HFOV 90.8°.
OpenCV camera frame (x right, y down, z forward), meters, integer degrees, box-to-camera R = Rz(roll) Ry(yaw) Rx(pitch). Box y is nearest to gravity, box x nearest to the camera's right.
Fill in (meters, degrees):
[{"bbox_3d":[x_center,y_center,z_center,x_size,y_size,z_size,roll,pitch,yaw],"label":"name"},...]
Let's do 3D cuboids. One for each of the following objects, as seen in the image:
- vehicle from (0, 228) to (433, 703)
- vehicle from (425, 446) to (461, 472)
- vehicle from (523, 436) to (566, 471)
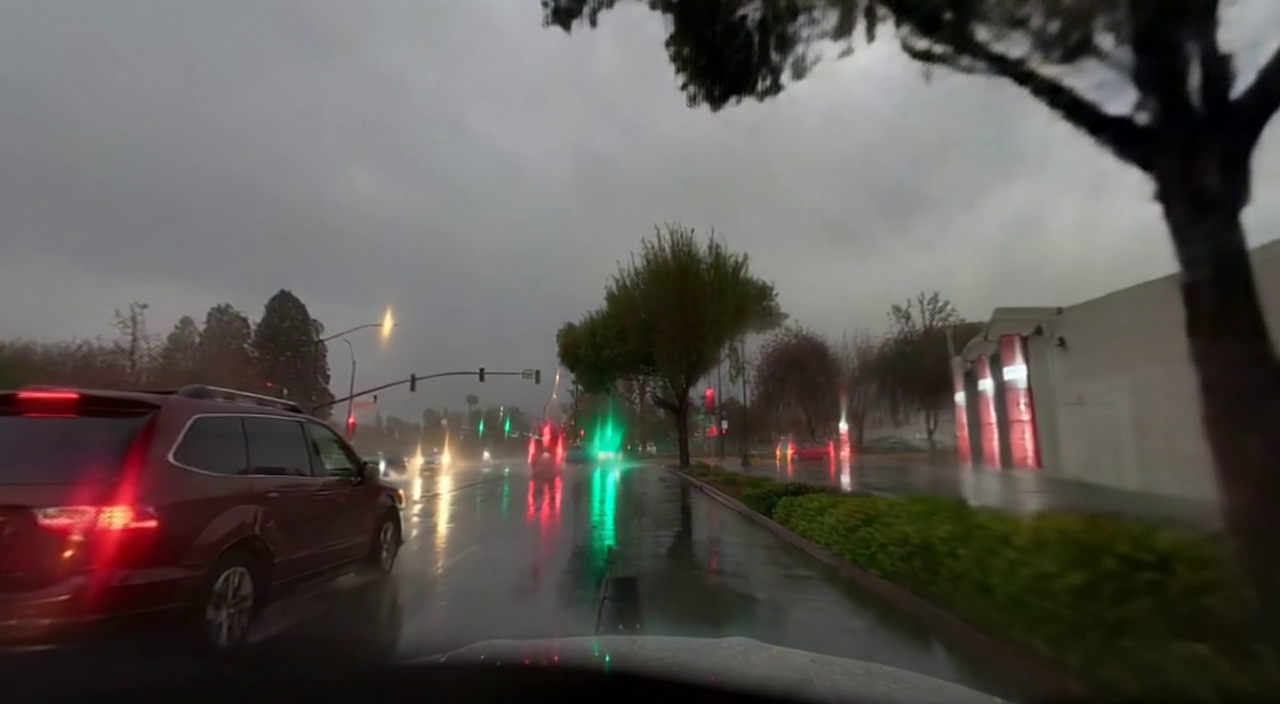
[{"bbox_3d":[-3.357,0.761,3.437,2.509,1.885,5.831,0,-9,0],"label":"vehicle"},{"bbox_3d":[-13.102,7.110,42.254,1.925,1.631,4.250,2,-9,-12],"label":"vehicle"},{"bbox_3d":[-5.302,5.689,35.646,2.134,1.799,5.082,1,-9,-6],"label":"vehicle"}]
